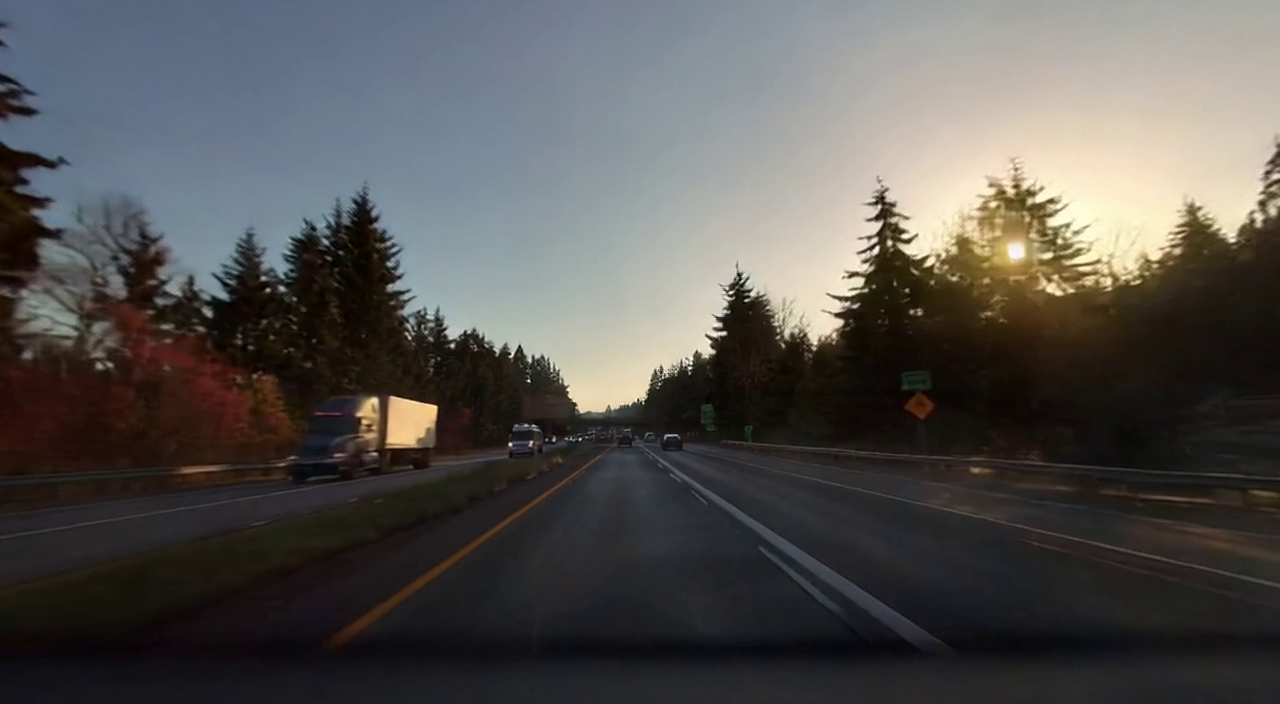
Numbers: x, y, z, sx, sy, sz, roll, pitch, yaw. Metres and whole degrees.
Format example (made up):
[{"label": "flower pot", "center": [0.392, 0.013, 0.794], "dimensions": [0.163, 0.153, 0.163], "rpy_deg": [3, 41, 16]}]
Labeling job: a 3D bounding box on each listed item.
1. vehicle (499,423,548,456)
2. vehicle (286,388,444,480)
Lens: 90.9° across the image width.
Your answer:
[{"label": "vehicle", "center": [-8.843, 6.706, 48.291], "dimensions": [2.548, 2.313, 6.373], "rpy_deg": [0, -8, 0]}, {"label": "vehicle", "center": [-12.635, 3.996, 30.477], "dimensions": [2.957, 3.662, 10.534], "rpy_deg": [0, -8, -1]}]
